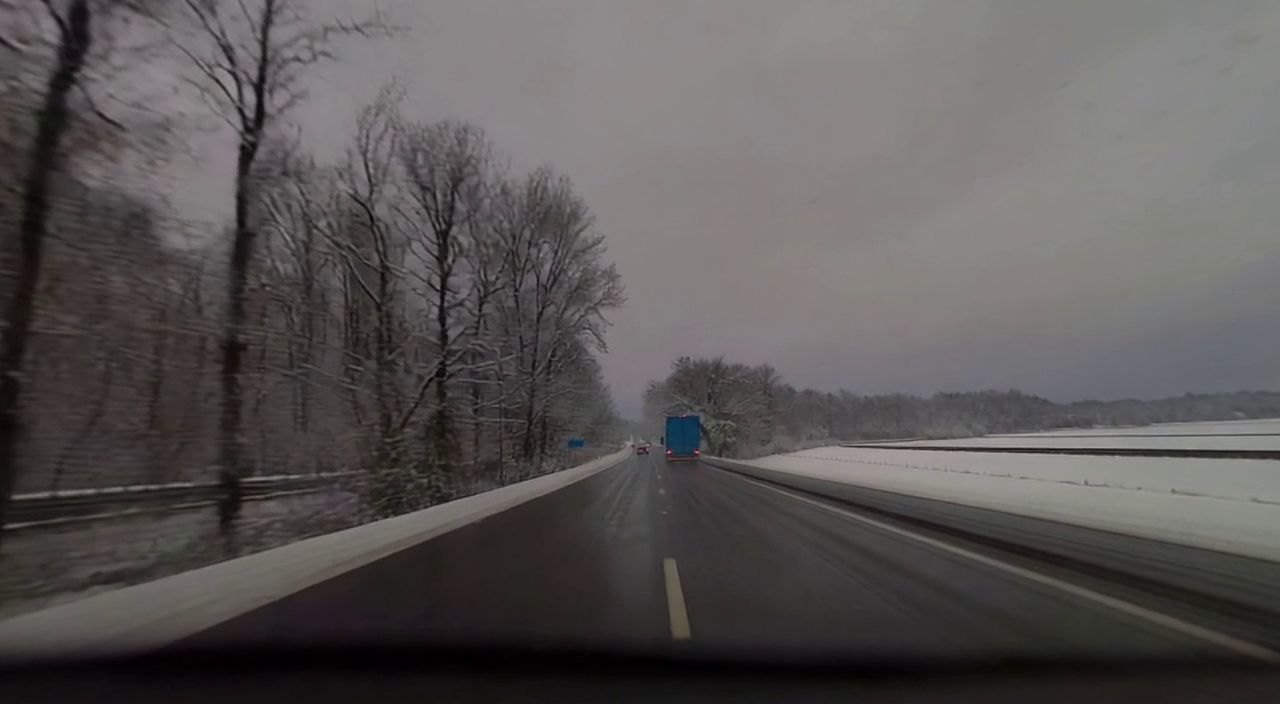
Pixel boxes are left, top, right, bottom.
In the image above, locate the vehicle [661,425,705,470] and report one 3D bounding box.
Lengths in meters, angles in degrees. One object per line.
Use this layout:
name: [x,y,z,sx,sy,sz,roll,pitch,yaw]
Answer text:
vehicle: [2.984,6.907,45.288,2.697,2.980,6.749,0,-9,0]
